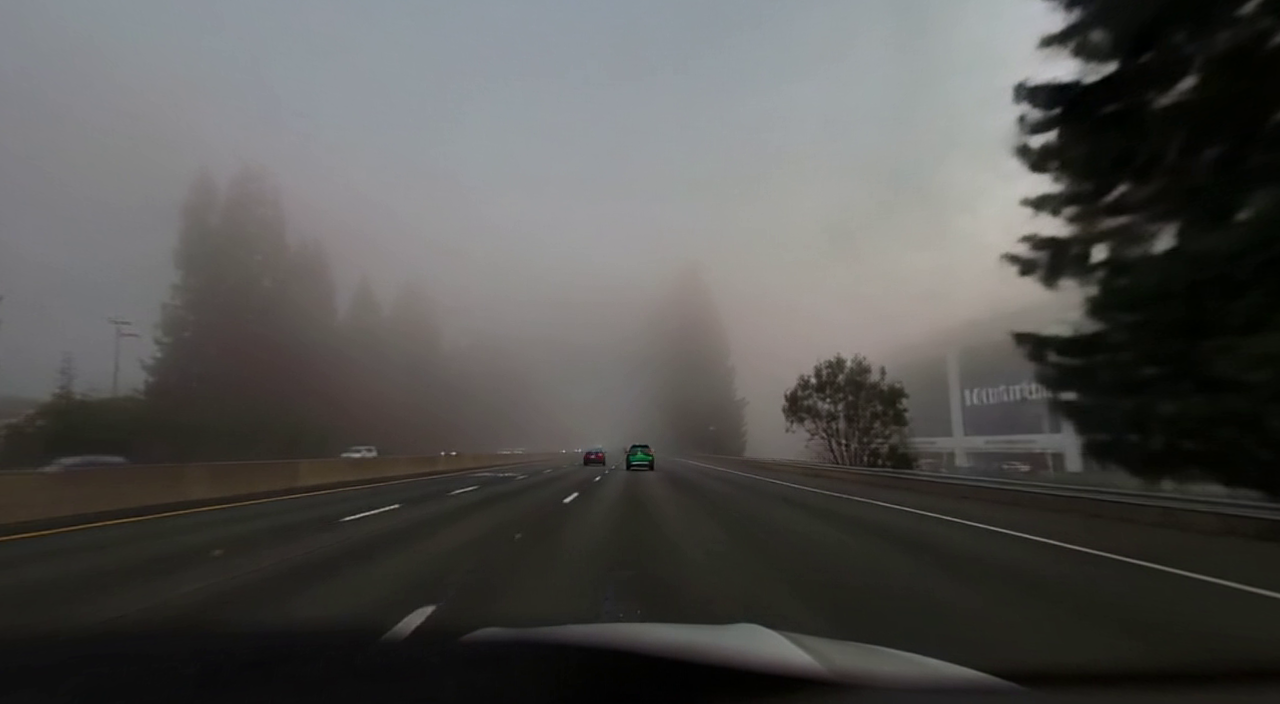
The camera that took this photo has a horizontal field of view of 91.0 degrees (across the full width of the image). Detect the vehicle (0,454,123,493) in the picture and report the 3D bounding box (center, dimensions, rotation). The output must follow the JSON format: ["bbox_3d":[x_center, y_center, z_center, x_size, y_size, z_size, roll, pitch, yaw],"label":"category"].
[{"bbox_3d":[-30.031,6.226,32.753,2.054,1.774,4.953,0,-9,0],"label":"vehicle"}]

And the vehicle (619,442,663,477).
[{"bbox_3d":[0.026,5.896,34.786,2.302,1.810,4.707,0,-9,-1],"label":"vehicle"}]

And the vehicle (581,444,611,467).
[{"bbox_3d":[-3.435,8.164,49.790,2.049,1.659,4.183,0,-9,0],"label":"vehicle"}]
